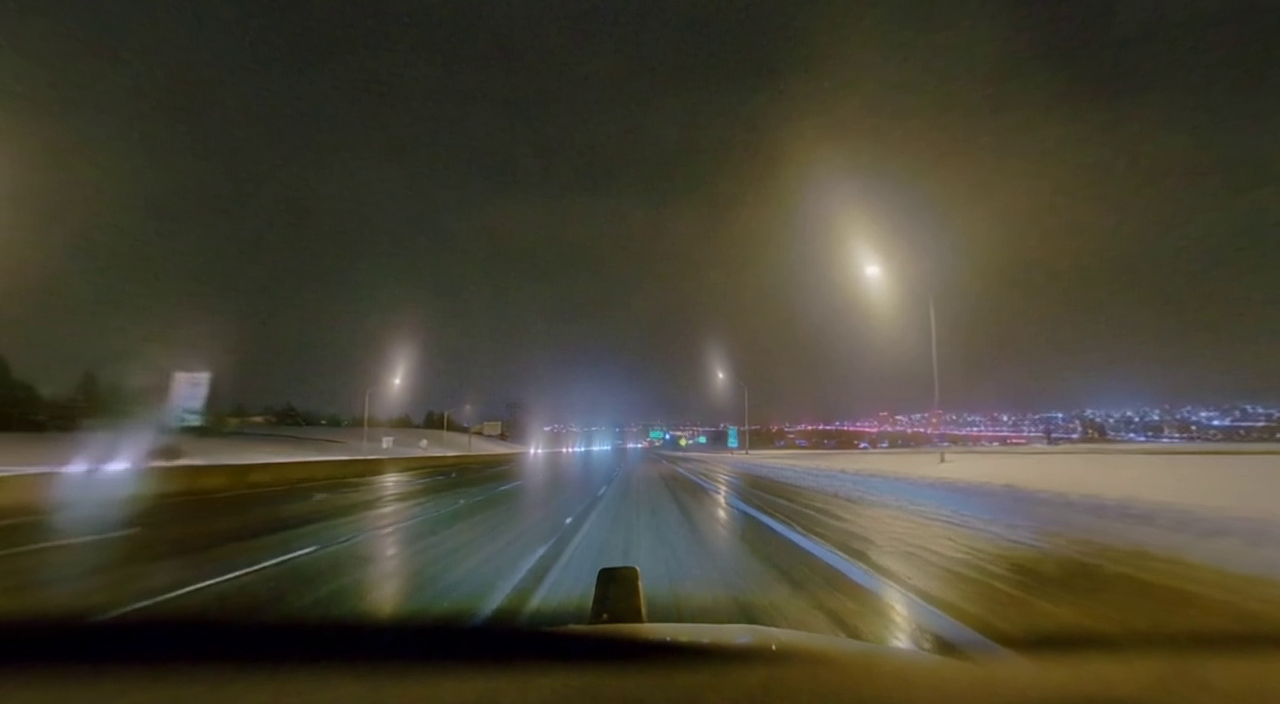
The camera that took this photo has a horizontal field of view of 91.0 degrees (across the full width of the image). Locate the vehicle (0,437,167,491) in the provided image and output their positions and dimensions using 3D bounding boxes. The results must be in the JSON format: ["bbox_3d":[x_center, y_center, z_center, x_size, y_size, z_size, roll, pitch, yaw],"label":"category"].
[{"bbox_3d":[-19.535,3.880,22.004,2.049,1.633,5.058,-1,-9,0],"label":"vehicle"}]
